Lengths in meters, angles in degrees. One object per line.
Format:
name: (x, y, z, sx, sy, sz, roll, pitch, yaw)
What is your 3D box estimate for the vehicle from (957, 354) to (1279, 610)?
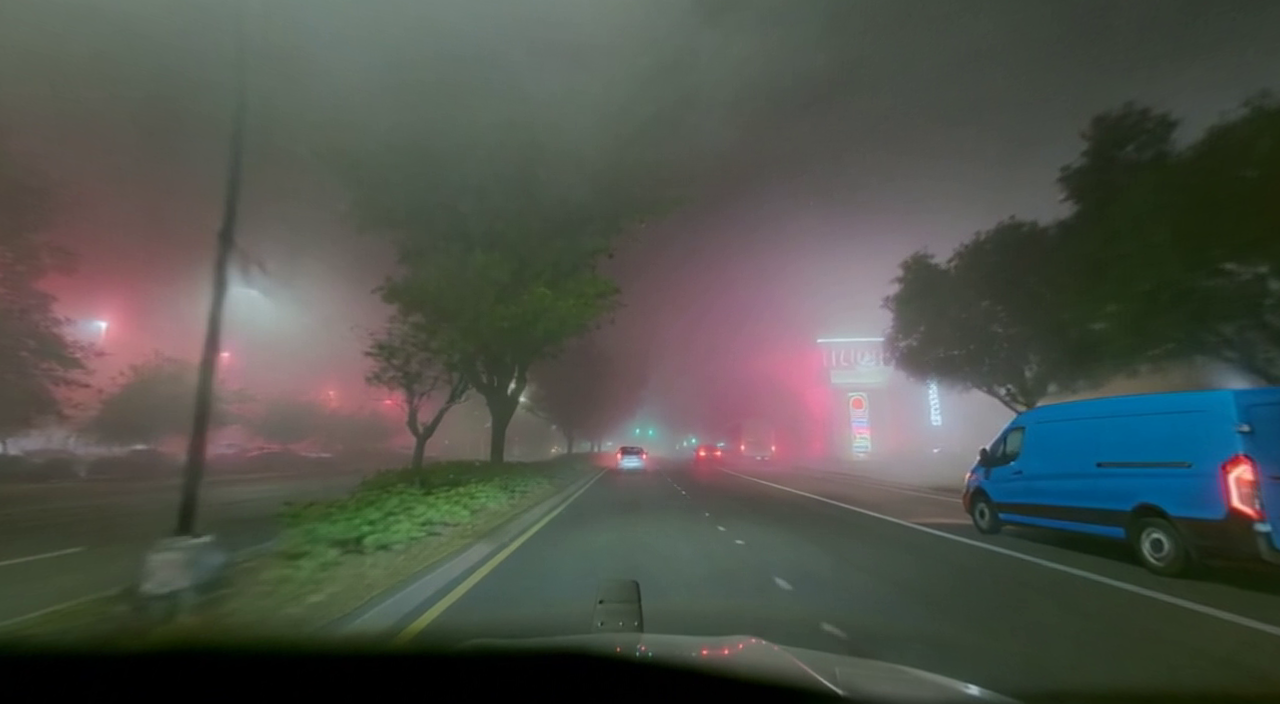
vehicle: (6.639, 1.450, 7.744, 2.573, 2.127, 5.568, 0, -8, 0)

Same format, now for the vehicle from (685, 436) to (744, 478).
vehicle: (3.238, 4.665, 28.235, 2.047, 1.711, 4.265, 0, -8, -1)

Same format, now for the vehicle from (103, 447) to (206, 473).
vehicle: (-29.742, 6.620, 38.754, 4.761, 1.522, 1.968, -1, -10, 3)

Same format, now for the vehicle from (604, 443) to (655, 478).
vehicle: (-0.465, 4.790, 28.198, 2.095, 1.456, 3.873, 0, -8, -1)
